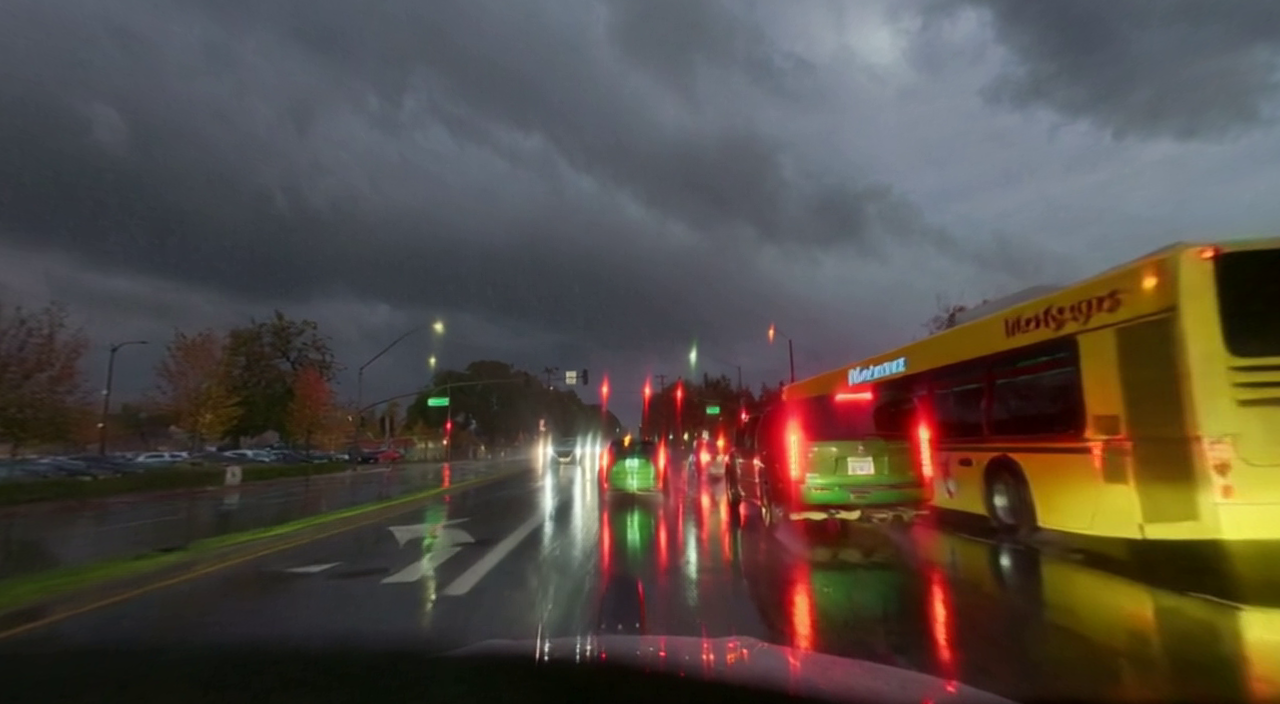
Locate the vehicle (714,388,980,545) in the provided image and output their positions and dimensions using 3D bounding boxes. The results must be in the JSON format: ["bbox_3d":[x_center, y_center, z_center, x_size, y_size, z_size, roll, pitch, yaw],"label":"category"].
[{"bbox_3d":[2.957,1.865,10.964,2.490,1.951,5.931,0,-8,-1],"label":"vehicle"}]

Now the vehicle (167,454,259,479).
[{"bbox_3d":[-27.829,7.445,41.376,4.800,1.461,1.831,5,-10,-31],"label":"vehicle"}]

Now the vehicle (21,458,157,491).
[{"bbox_3d":[-28.267,6.270,32.641,4.881,1.458,1.914,4,-9,-27],"label":"vehicle"}]

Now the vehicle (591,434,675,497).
[{"bbox_3d":[-0.203,3.066,17.418,2.071,1.525,3.723,0,-8,-1],"label":"vehicle"}]

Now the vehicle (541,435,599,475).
[{"bbox_3d":[-3.114,4.714,29.155,2.180,1.708,4.397,0,-8,0],"label":"vehicle"}]

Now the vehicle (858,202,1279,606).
[{"bbox_3d":[6.413,0.990,9.598,2.879,3.318,8.881,0,-8,-1],"label":"vehicle"}]
